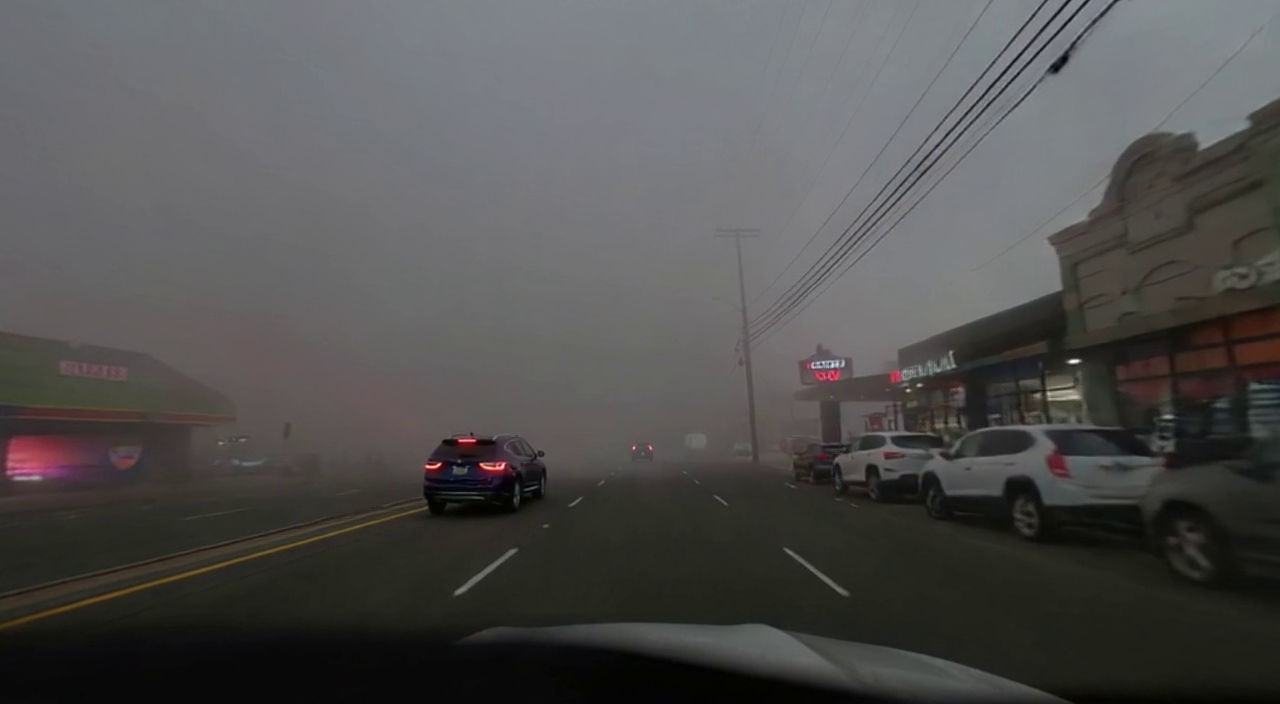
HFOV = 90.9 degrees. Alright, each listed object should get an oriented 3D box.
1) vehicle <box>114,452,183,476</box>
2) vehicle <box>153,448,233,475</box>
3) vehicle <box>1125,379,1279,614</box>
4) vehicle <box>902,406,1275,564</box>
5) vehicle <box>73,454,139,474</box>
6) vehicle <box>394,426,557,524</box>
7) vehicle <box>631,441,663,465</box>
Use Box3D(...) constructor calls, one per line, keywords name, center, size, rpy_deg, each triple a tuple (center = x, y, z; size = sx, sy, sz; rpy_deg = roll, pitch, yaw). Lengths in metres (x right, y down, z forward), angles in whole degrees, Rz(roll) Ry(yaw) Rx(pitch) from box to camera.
Box3D(name="vehicle", center=(-35.509, 8.052, 45.478), size=(4.731, 1.511, 1.768), rpy_deg=(-5, -7, 22))
Box3D(name="vehicle", center=(-31.053, 7.610, 43.773), size=(4.589, 1.779, 2.154), rpy_deg=(-3, -9, 20))
Box3D(name="vehicle", center=(6.302, 1.056, 4.348), size=(2.128, 1.900, 4.724), rpy_deg=(0, -9, 1))
Box3D(name="vehicle", center=(6.370, 1.968, 10.089), size=(2.116, 1.836, 5.235), rpy_deg=(0, -9, 0))
Box3D(name="vehicle", center=(-39.988, 8.366, 47.206), size=(4.129, 1.442, 1.732), rpy_deg=(-3, -9, 18))
Box3D(name="vehicle", center=(-3.086, 2.436, 12.953), size=(2.049, 1.646, 4.445), rpy_deg=(0, -9, 1))
Box3D(name="vehicle", center=(0.448, 6.688, 41.949), size=(2.037, 1.484, 4.073), rpy_deg=(0, -9, 0))
